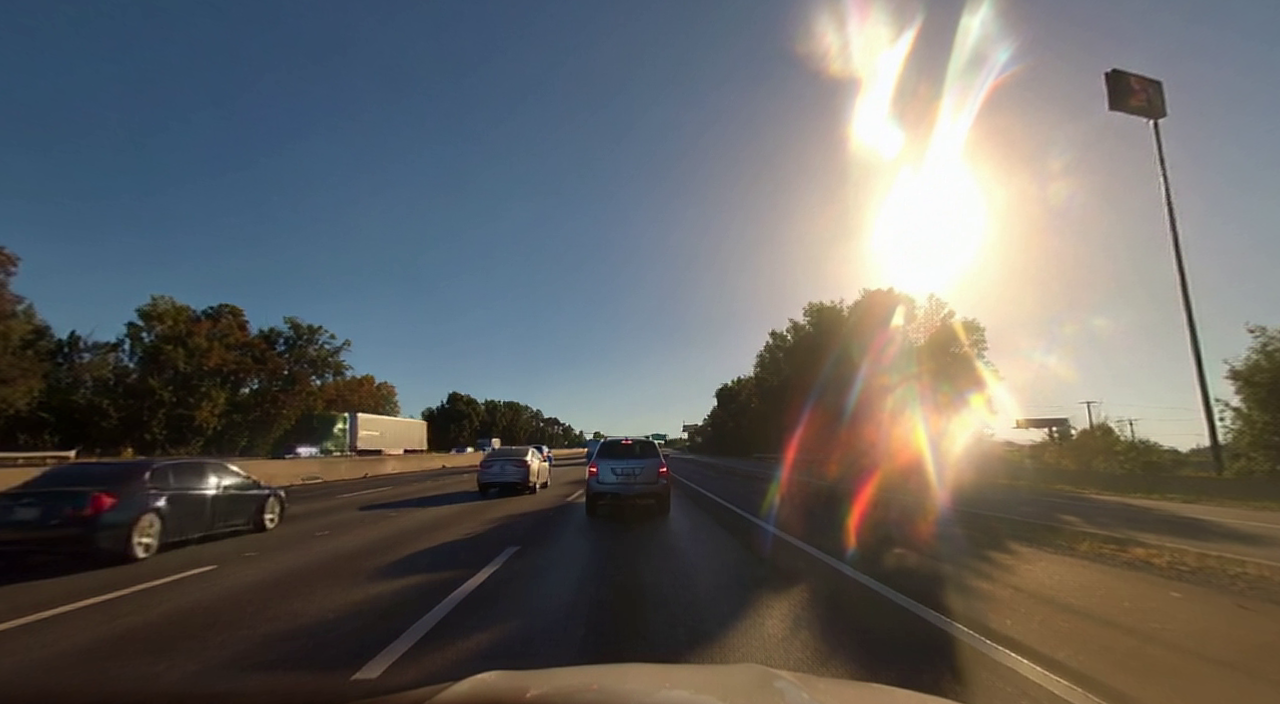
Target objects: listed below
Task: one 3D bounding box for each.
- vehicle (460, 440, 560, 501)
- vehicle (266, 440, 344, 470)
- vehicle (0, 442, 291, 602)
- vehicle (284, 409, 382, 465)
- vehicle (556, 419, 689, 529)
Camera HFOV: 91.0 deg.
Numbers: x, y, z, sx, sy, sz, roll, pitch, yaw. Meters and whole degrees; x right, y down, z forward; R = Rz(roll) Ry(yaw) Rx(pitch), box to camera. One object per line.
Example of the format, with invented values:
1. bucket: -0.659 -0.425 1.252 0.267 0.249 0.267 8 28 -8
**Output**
1. vehicle: -3.567 3.334 18.171 1.889 1.522 4.465 0 -9 1
2. vehicle: -19.125 5.888 36.201 1.859 1.624 4.863 0 -9 -1
3. vehicle: -6.887 1.938 8.212 1.892 1.468 4.792 0 -9 0
4. vehicle: -23.192 6.591 48.263 3.063 3.879 8.695 0 -9 -1
5. vehicle: -0.300 2.331 12.581 2.127 1.749 4.776 0 -9 -1
